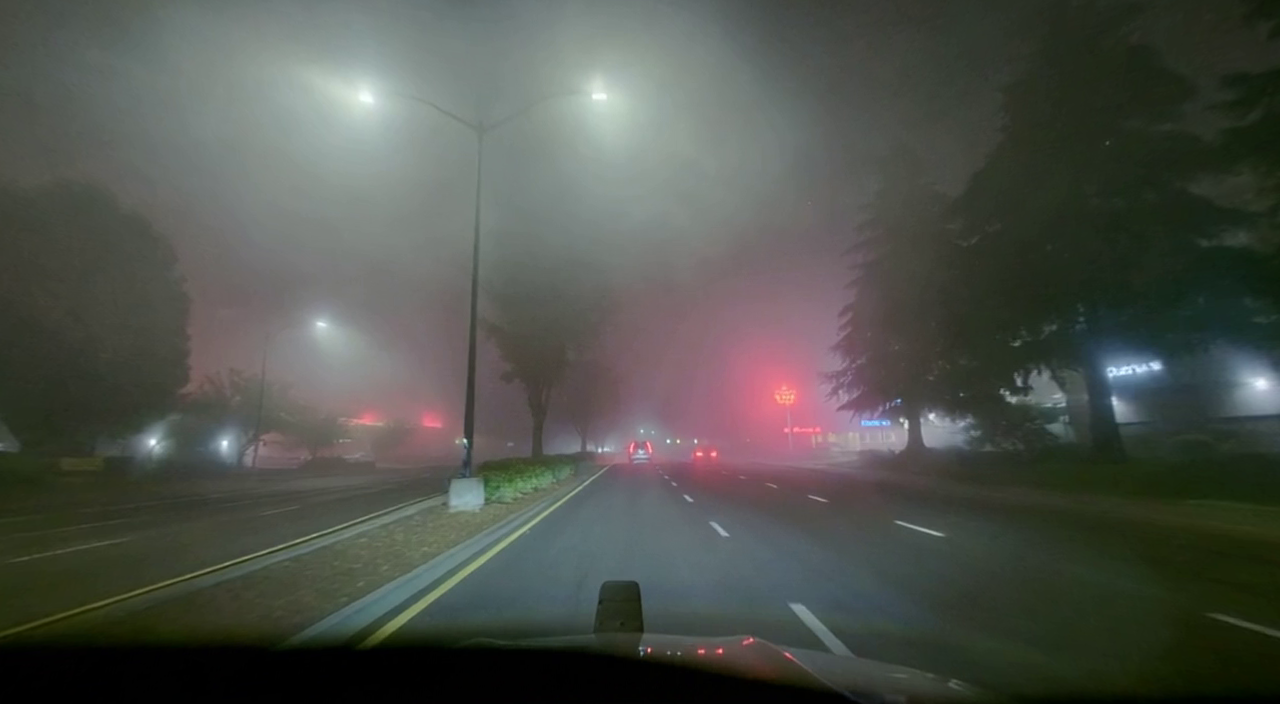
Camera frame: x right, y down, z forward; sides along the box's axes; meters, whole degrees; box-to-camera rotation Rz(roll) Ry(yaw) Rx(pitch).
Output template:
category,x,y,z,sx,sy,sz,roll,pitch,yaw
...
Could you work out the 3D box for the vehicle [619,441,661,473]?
category,x,y,z,sx,sy,sz,roll,pitch,yaw
vehicle,-0.030,5.589,33.893,2.072,1.545,4.578,0,-8,0
